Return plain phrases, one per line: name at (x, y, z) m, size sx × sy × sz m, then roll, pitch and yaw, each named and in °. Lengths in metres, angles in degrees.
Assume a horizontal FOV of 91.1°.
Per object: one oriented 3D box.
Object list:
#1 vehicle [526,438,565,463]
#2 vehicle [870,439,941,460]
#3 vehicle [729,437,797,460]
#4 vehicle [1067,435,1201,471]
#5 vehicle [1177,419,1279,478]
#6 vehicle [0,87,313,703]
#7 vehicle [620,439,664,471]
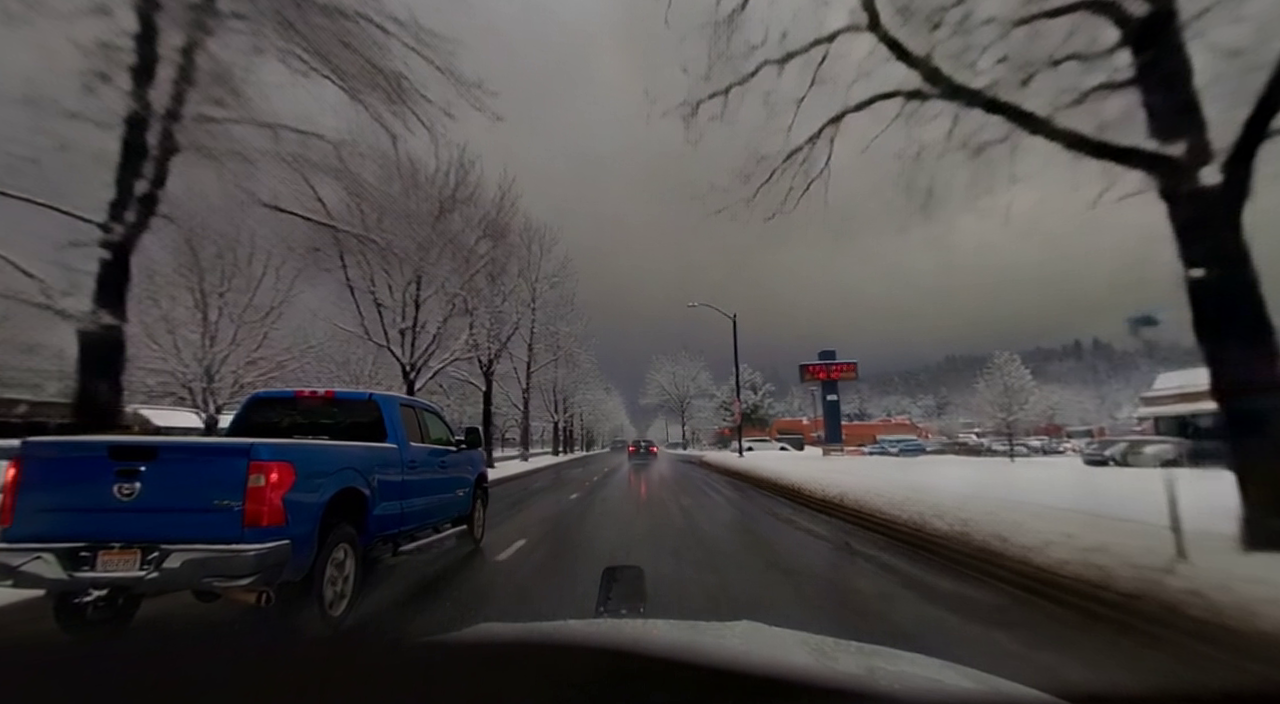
vehicle at (-7.284, 7.629, 48.902) m, size 2.146 × 1.788 × 5.153 m, roll -1°, pitch -8°, yaw 0°
vehicle at (20.955, 7.682, 49.633) m, size 4.836 × 1.567 × 2.051 m, roll -6°, pitch -10°, yaw 31°
vehicle at (9.790, 7.657, 49.965) m, size 5.109 × 1.735 × 1.997 m, roll 3°, pitch -9°, yaw -25°
vehicle at (22.124, 4.553, 28.371) m, size 4.437 × 1.485 × 2.027 m, roll -5°, pitch -9°, yaw 31°
vehicle at (20.372, 3.044, 19.958) m, size 4.501 × 1.780 × 2.082 m, roll -5°, pitch -10°, yaw 29°
vehicle at (-3.471, 0.294, 1.183) m, size 2.733 × 2.495 × 5.037 m, roll -1°, pitch -8°, yaw 3°
vehicle at (0.098, 5.503, 33.722) m, size 2.191 × 1.530 × 4.470 m, roll -1°, pitch -8°, yaw 0°
